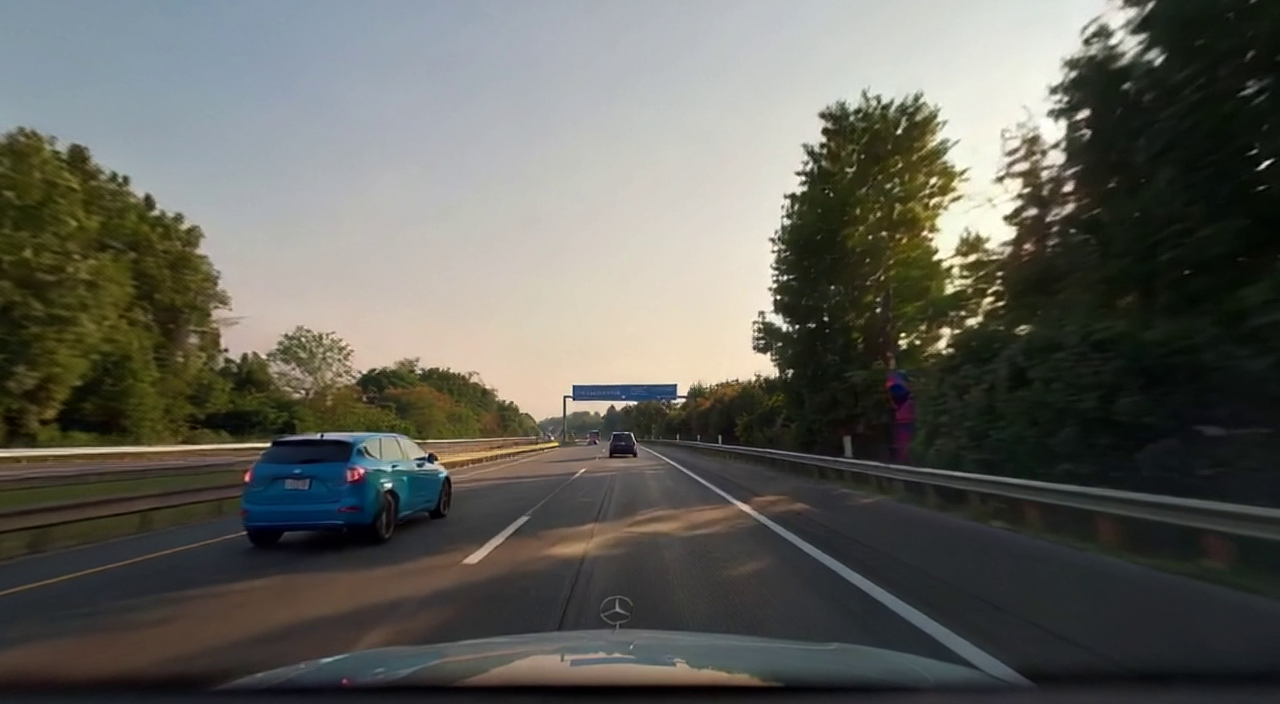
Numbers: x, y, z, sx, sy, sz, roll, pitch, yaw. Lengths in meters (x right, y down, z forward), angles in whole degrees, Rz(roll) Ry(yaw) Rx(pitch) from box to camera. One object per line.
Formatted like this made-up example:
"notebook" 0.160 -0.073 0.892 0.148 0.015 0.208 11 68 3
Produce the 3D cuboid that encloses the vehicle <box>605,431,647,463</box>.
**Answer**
"vehicle" -0.771 5.124 34.317 2.162 1.616 4.242 0 -8 -2

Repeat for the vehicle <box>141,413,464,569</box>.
"vehicle" -3.912 1.655 8.355 1.975 1.518 4.242 0 -8 -1
